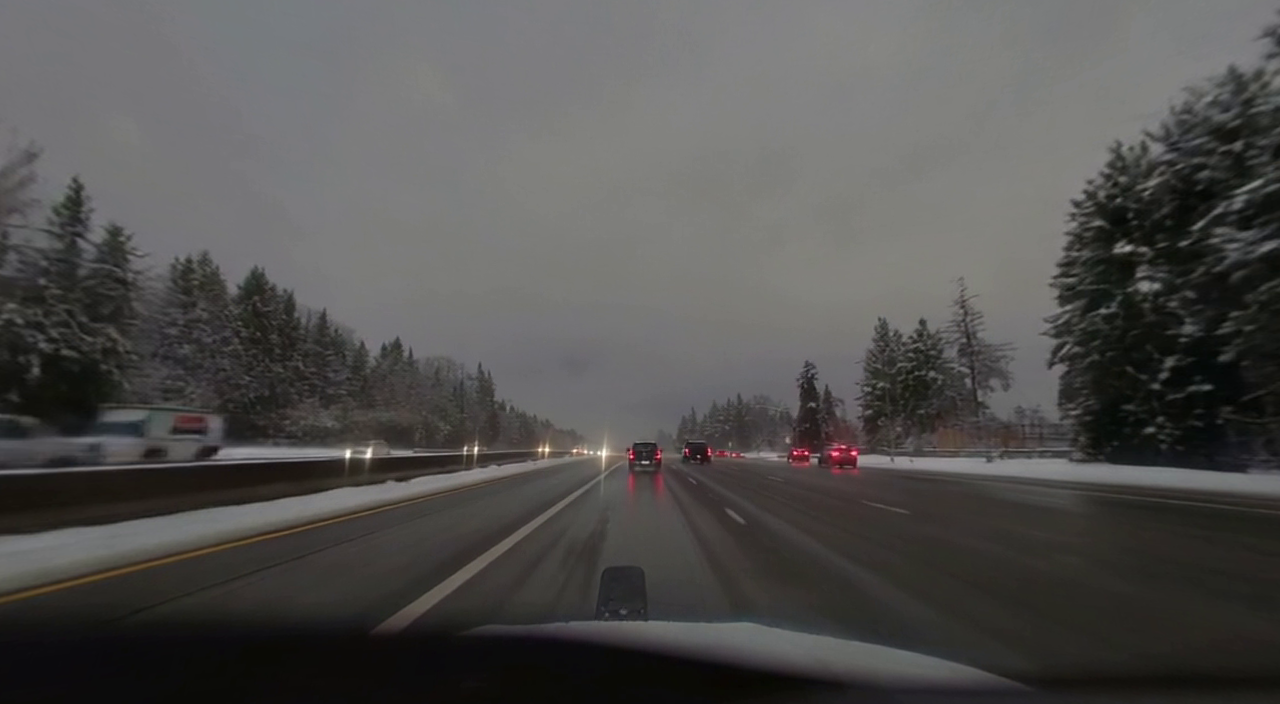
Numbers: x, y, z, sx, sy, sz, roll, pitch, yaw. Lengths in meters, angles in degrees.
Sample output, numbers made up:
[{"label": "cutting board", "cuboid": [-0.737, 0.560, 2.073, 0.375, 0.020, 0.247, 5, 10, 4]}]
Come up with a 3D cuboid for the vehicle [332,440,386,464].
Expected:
[{"label": "vehicle", "cuboid": [-21.824, 7.782, 49.217, 2.021, 1.772, 4.697, 0, -8, 0]}]

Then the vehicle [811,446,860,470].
[{"label": "vehicle", "cuboid": [12.721, 6.889, 41.285, 1.872, 1.459, 4.502, 0, -8, 1]}]

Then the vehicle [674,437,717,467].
[{"label": "vehicle", "cuboid": [3.856, 7.108, 44.954, 2.505, 2.020, 5.532, 0, -8, -1]}]

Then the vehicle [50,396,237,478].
[{"label": "vehicle", "cuboid": [-22.167, 3.928, 28.838, 2.729, 3.252, 6.969, 0, -8, 0]}]

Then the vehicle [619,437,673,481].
[{"label": "vehicle", "cuboid": [0.195, 4.484, 26.725, 2.105, 1.711, 4.293, 0, -8, -1]}]
